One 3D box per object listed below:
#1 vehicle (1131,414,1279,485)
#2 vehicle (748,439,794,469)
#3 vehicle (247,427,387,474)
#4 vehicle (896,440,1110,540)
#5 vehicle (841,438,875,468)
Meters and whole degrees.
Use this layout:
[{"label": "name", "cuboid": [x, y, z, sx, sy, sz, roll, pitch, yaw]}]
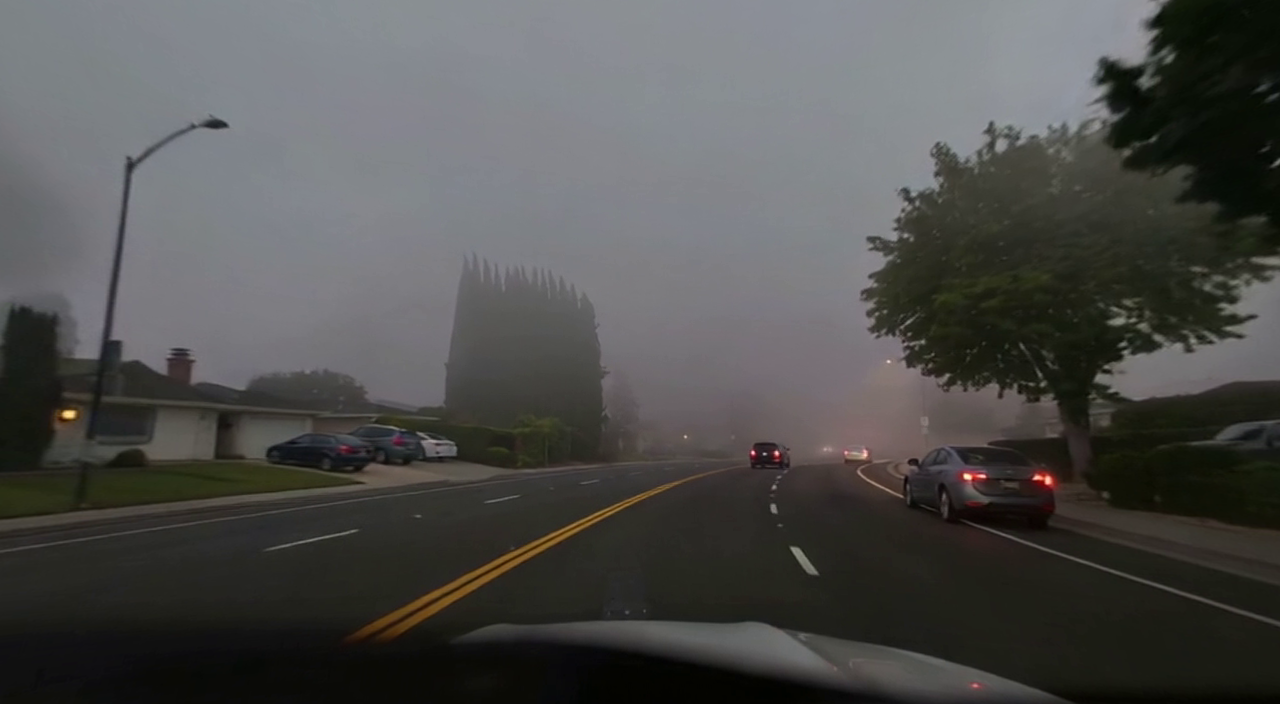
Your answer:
[{"label": "vehicle", "cuboid": [16.830, 2.653, 17.191, 4.881, 1.808, 2.011, -2, -8, 12]}, {"label": "vehicle", "cuboid": [7.917, 6.058, 37.845, 2.106, 1.667, 4.367, -3, -9, 19]}, {"label": "vehicle", "cuboid": [-12.936, 3.936, 25.356, 4.646, 1.502, 1.874, 3, -8, 9]}, {"label": "vehicle", "cuboid": [6.475, 2.433, 11.915, 1.934, 1.506, 4.282, -1, -8, 7]}, {"label": "vehicle", "cuboid": [14.844, 6.833, 42.928, 2.059, 1.924, 4.257, -3, -9, 19]}]
